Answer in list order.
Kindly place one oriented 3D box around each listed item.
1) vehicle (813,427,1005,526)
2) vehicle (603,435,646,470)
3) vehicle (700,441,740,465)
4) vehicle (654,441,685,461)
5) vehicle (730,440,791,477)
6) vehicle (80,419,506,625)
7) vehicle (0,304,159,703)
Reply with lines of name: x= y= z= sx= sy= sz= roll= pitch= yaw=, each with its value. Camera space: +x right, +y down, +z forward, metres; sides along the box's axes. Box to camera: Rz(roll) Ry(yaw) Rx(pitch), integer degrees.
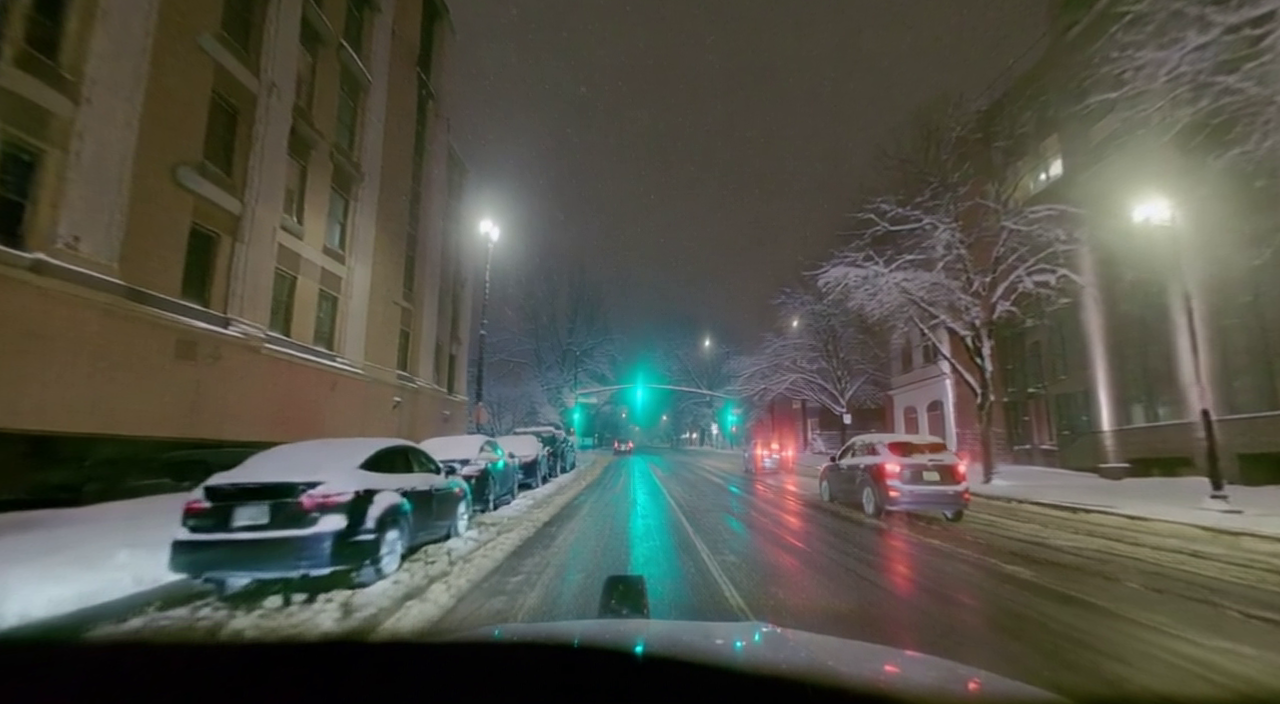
vehicle: x=4.985 y=2.353 z=12.448 sx=1.891 sy=1.599 sz=4.173 roll=0 pitch=-8 yaw=-1
vehicle: x=-0.741 y=5.238 z=33.021 sx=2.122 sy=1.689 sz=3.885 roll=0 pitch=-8 yaw=0
vehicle: x=5.157 y=6.579 z=41.175 sx=1.917 sy=1.467 sz=4.452 roll=0 pitch=-8 yaw=-1
vehicle: x=2.203 y=7.573 z=48.414 sx=2.182 sy=1.450 sz=4.013 roll=0 pitch=-8 yaw=-1
vehicle: x=5.085 y=4.540 z=27.007 sx=1.799 sy=1.463 sz=3.464 roll=0 pitch=-8 yaw=-2
vehicle: x=-3.081 y=1.614 z=7.165 sx=2.121 sy=1.490 sz=4.910 roll=0 pitch=-8 yaw=-1
vehicle: x=-3.446 y=0.470 z=0.416 sx=2.187 sy=1.819 sz=5.101 roll=0 pitch=-8 yaw=0
